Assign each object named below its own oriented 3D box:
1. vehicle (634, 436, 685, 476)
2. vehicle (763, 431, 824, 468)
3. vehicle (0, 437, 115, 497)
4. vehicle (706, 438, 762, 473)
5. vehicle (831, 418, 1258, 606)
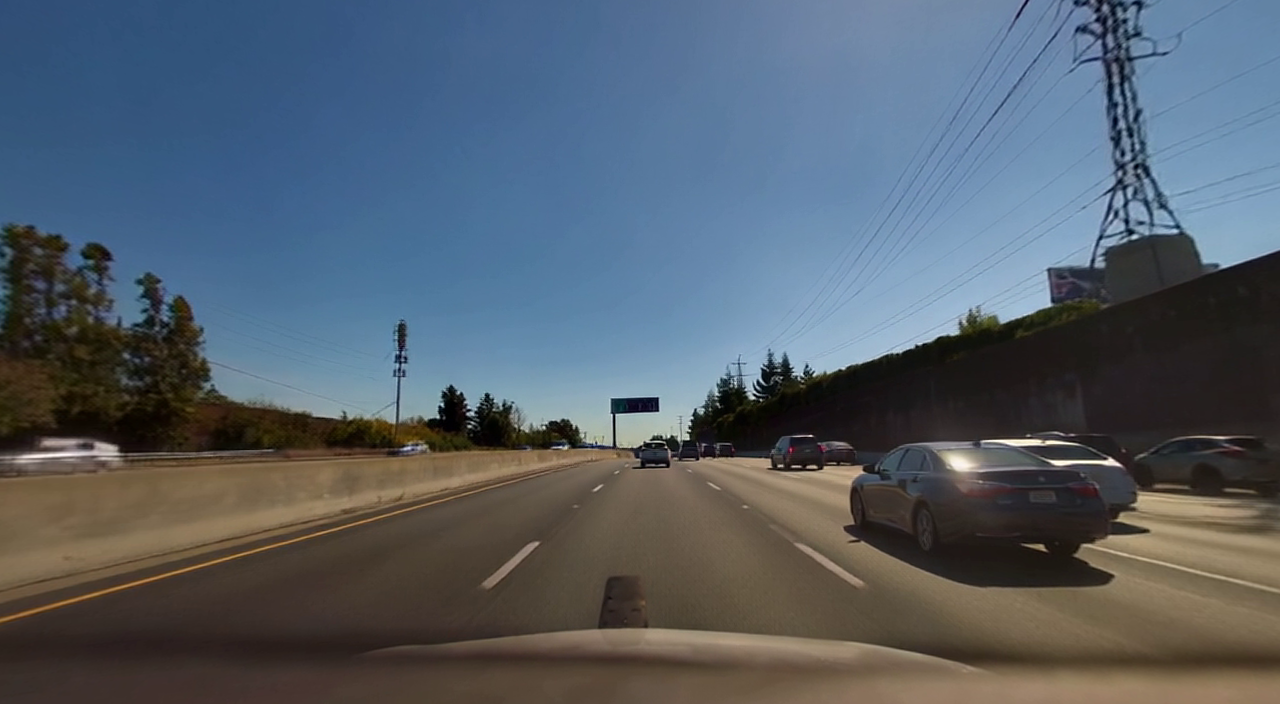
[{"bbox_3d":[0.791,4.445,27.228,2.042,1.581,3.769,0,-8,0],"label":"vehicle"},{"bbox_3d":[7.959,5.113,33.178,2.041,1.821,4.562,0,-8,0],"label":"vehicle"},{"bbox_3d":[-17.027,3.021,16.703,2.041,1.480,4.759,0,-8,2],"label":"vehicle"},{"bbox_3d":[4.185,4.703,28.767,1.936,1.465,4.060,0,-8,0],"label":"vehicle"},{"bbox_3d":[3.904,1.602,7.291,1.986,1.478,4.429,0,-8,0],"label":"vehicle"}]
